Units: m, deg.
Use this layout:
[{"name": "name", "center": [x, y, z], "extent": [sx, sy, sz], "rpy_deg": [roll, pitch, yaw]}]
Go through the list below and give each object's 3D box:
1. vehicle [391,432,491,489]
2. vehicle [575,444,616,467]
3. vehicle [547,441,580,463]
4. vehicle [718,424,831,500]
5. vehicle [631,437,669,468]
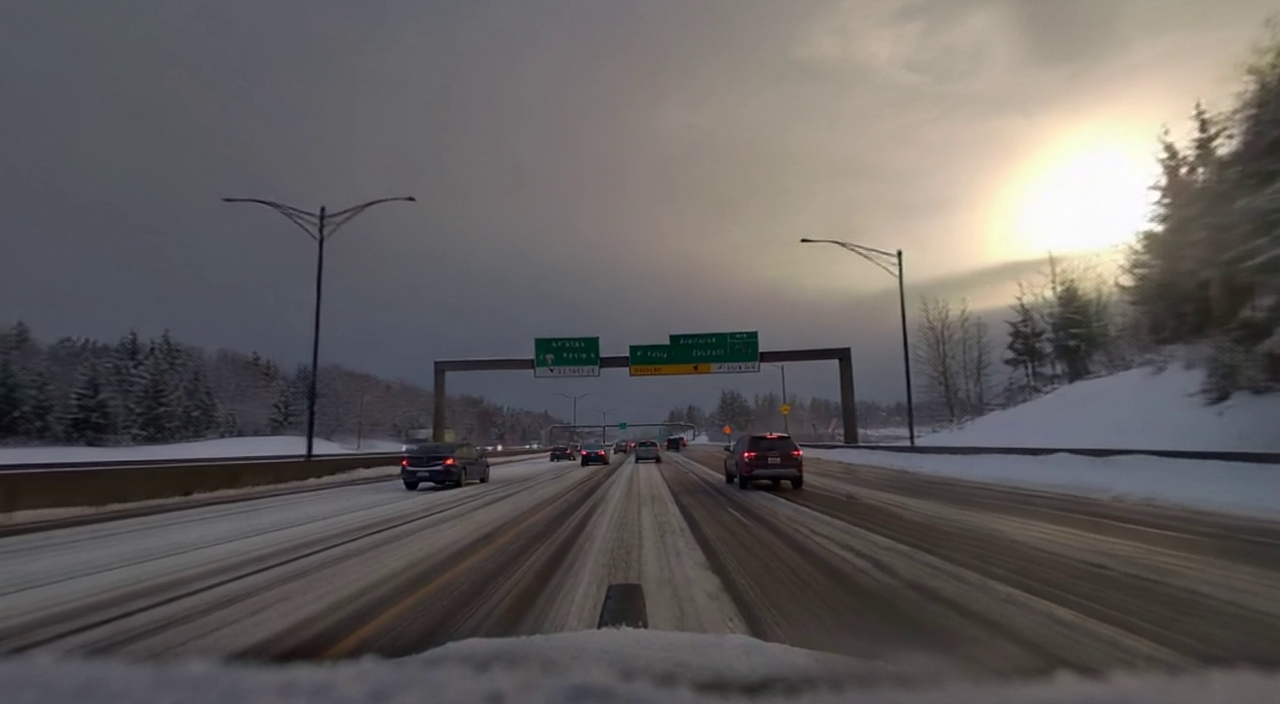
[{"name": "vehicle", "center": [-6.525, 3.588, 21.169], "extent": [1.946, 1.688, 4.019], "rpy_deg": [0, -8, 1]}, {"name": "vehicle", "center": [-2.834, 6.707, 41.128], "extent": [2.205, 1.406, 4.286], "rpy_deg": [0, -8, 2]}, {"name": "vehicle", "center": [-5.917, 7.772, 49.036], "extent": [1.992, 1.604, 3.966], "rpy_deg": [0, -8, 1]}, {"name": "vehicle", "center": [3.569, 3.016, 17.737], "extent": [2.083, 1.823, 4.627], "rpy_deg": [0, -8, -1]}, {"name": "vehicle", "center": [0.625, 6.022, 38.062], "extent": [2.133, 1.739, 3.925], "rpy_deg": [0, -8, 1]}]
